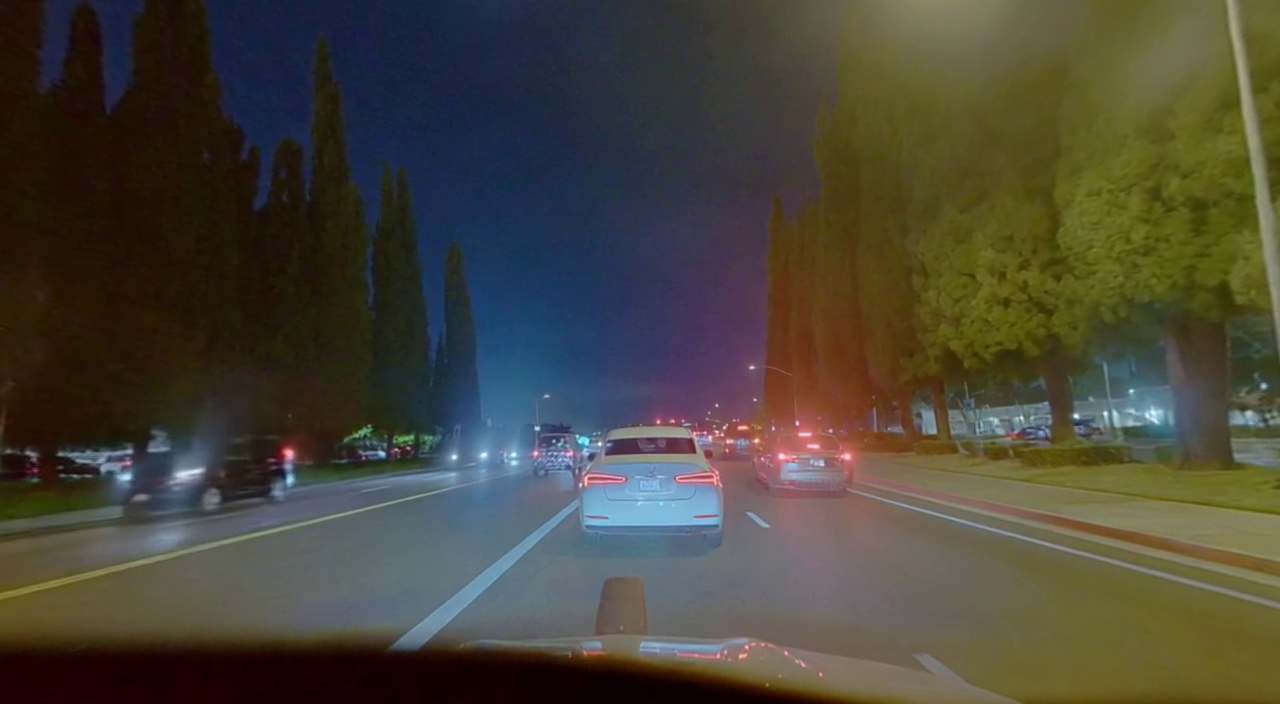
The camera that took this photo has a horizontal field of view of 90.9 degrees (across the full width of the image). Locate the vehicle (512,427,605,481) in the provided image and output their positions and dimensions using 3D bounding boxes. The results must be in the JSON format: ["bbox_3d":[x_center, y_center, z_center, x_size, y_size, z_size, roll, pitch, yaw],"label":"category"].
[{"bbox_3d":[-2.868,3.771,23.568,2.057,1.786,4.725,-2,-8,11],"label":"vehicle"}]

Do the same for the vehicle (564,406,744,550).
[{"bbox_3d":[0.176,1.818,9.726,2.154,1.710,4.128,-1,-8,0],"label":"vehicle"}]

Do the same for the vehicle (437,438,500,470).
[{"bbox_3d":[-9.791,5.854,36.409,2.005,1.701,4.355,-1,-8,6],"label":"vehicle"}]

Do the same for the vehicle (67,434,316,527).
[{"bbox_3d":[-10.030,2.869,14.796,2.039,1.769,4.911,-1,-8,3],"label":"vehicle"}]
